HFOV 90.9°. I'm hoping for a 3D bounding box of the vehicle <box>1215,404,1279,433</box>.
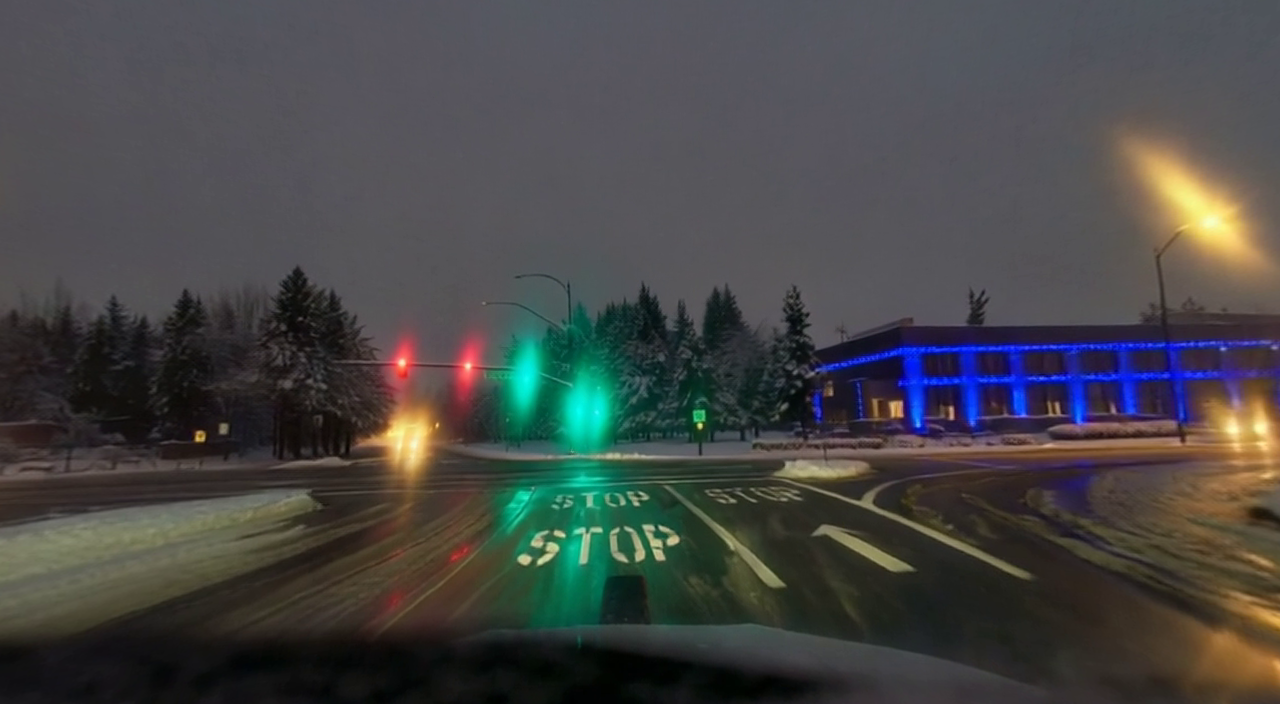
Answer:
[{"bbox_3d":[49.501,5.214,49.618,2.285,2.163,5.857,5,-9,-44],"label":"vehicle"}]
